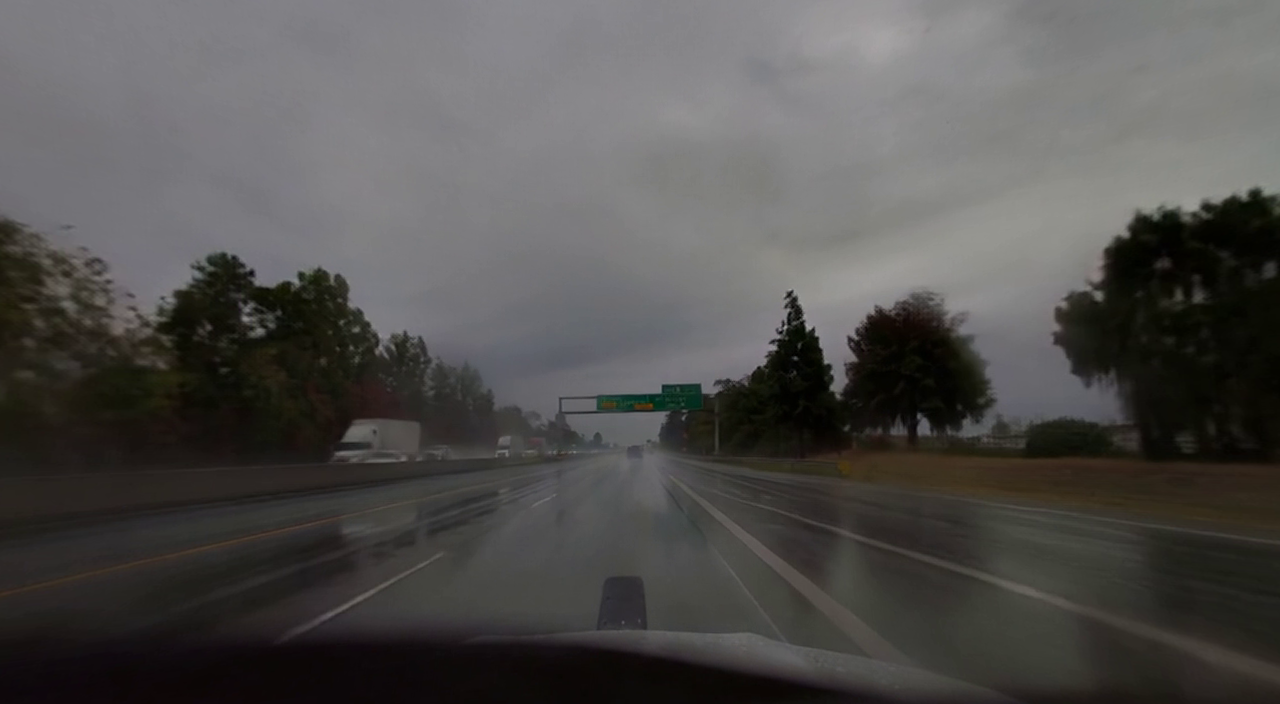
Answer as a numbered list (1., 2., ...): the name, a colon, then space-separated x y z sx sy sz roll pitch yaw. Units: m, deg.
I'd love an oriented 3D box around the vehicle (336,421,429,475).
1. vehicle: -19.644 7.474 49.038 3.133 3.697 10.453 0 -9 -2
